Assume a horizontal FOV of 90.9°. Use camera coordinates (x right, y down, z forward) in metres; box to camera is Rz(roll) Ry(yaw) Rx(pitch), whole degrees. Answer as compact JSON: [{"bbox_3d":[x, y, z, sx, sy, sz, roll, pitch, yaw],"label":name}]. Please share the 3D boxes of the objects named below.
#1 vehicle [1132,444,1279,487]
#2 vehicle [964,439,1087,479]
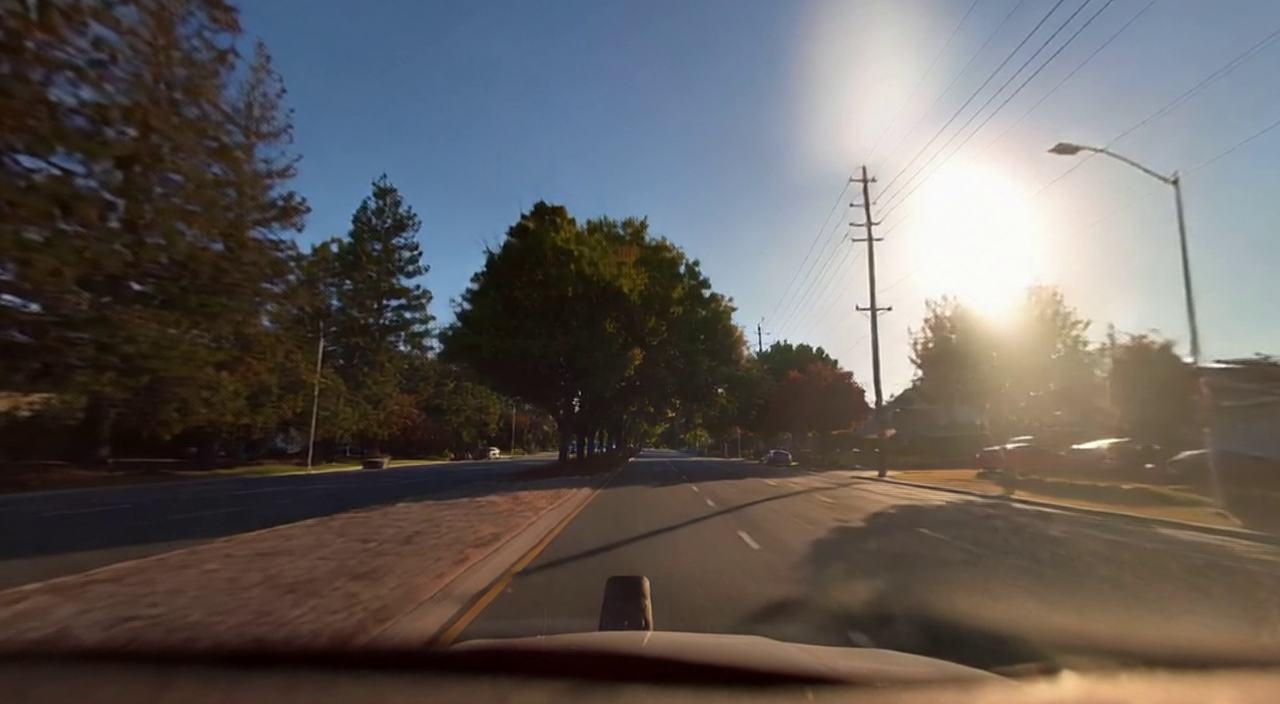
[{"bbox_3d":[22.619,4.460,25.094,4.170,1.598,2.010,-2,-9,12],"label":"vehicle"},{"bbox_3d":[19.212,5.336,31.625,4.655,1.921,2.231,0,-8,0],"label":"vehicle"}]
